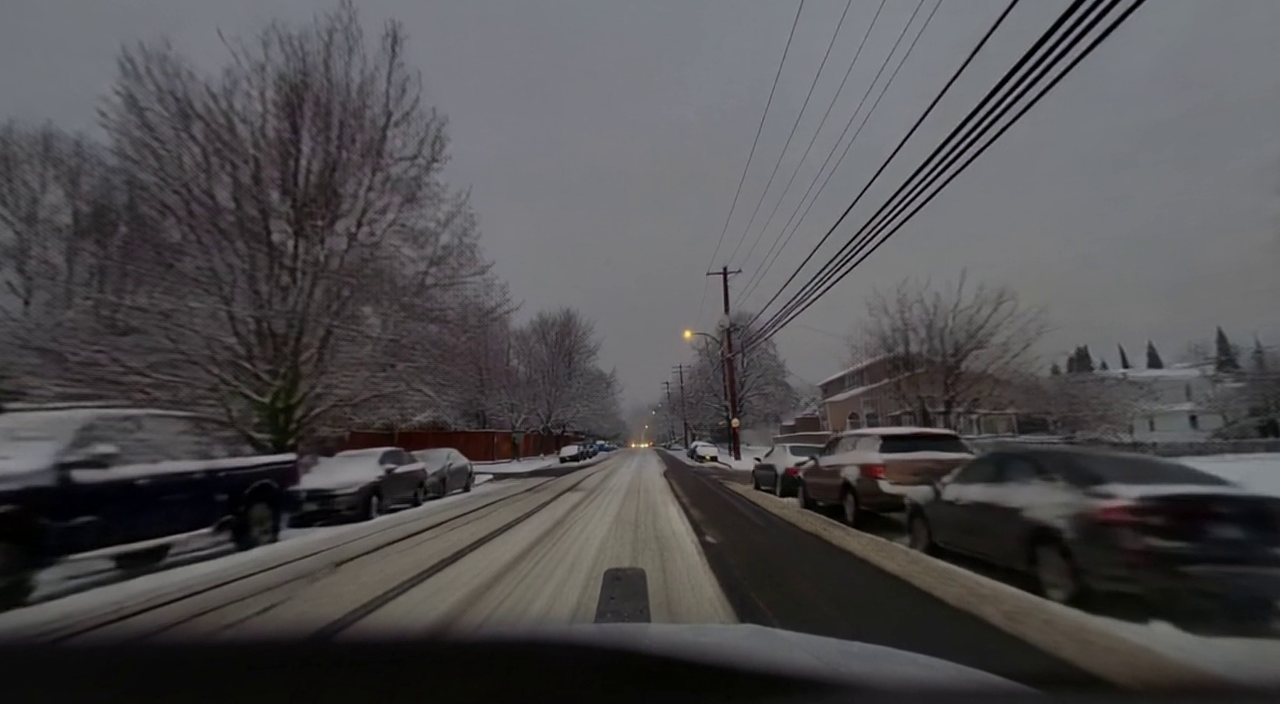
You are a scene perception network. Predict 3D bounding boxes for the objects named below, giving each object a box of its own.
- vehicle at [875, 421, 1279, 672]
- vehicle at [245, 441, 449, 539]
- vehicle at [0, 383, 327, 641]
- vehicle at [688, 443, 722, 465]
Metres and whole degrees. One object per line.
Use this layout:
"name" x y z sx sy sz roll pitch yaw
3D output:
"vehicle" 4.072 1.502 6.094 1.830 1.491 4.453 0 -8 -1
"vehicle" -5.345 2.515 12.321 1.904 1.504 4.530 0 -8 -1
"vehicle" -5.743 1.458 6.666 2.052 1.916 5.084 0 -8 2
"vehicle" 4.413 6.946 43.106 1.851 1.438 4.177 0 -8 0
